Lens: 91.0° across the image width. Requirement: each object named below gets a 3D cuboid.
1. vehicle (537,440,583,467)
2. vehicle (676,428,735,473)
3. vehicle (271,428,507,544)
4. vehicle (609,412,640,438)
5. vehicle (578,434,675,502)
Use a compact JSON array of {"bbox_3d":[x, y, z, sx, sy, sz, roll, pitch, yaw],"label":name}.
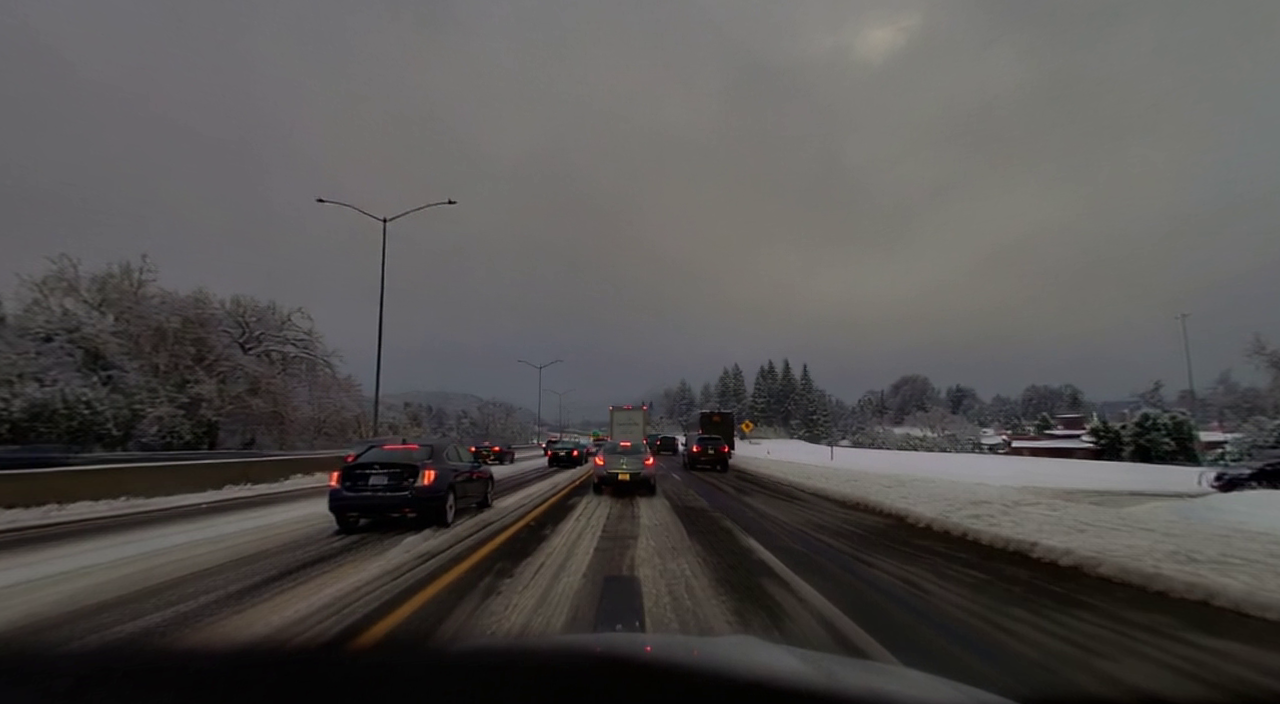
[{"bbox_3d":[-4.358,5.606,34.951,1.998,1.423,4.436,0,-8,0],"label":"vehicle"},{"bbox_3d":[2.914,4.536,29.182,2.173,1.870,4.499,0,-8,-1],"label":"vehicle"},{"bbox_3d":[-3.734,2.068,10.452,2.064,1.475,4.489,0,-8,0],"label":"vehicle"},{"bbox_3d":[-1.117,5.455,46.717,2.206,1.803,4.569,0,-8,-1],"label":"vehicle"},{"bbox_3d":[-0.304,2.850,15.920,2.136,1.470,3.971,0,-8,0],"label":"vehicle"}]
